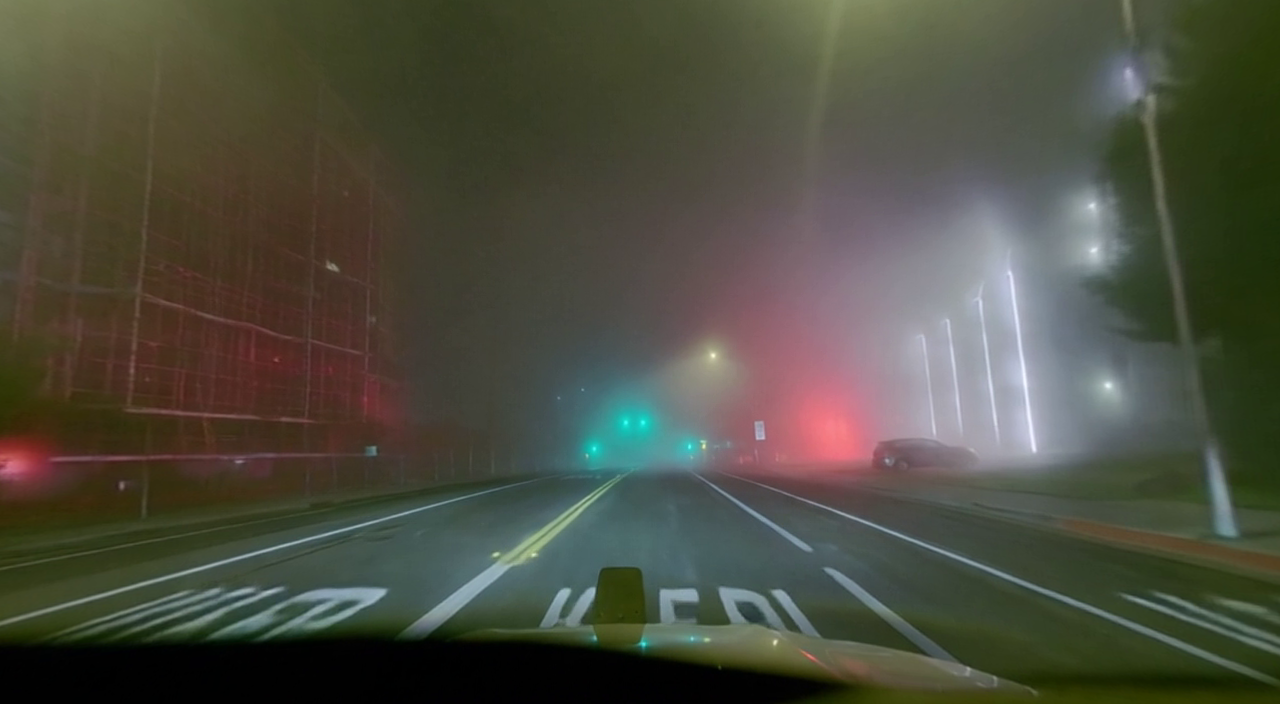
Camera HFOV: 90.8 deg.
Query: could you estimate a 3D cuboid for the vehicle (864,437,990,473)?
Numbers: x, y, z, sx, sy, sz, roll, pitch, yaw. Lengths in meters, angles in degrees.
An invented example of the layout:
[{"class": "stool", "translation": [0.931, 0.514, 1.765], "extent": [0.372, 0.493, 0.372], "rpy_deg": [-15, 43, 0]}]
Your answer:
[{"class": "vehicle", "translation": [11.680, 4.225, 25.977], "extent": [4.251, 1.418, 1.896], "rpy_deg": [0, -9, 3]}]
